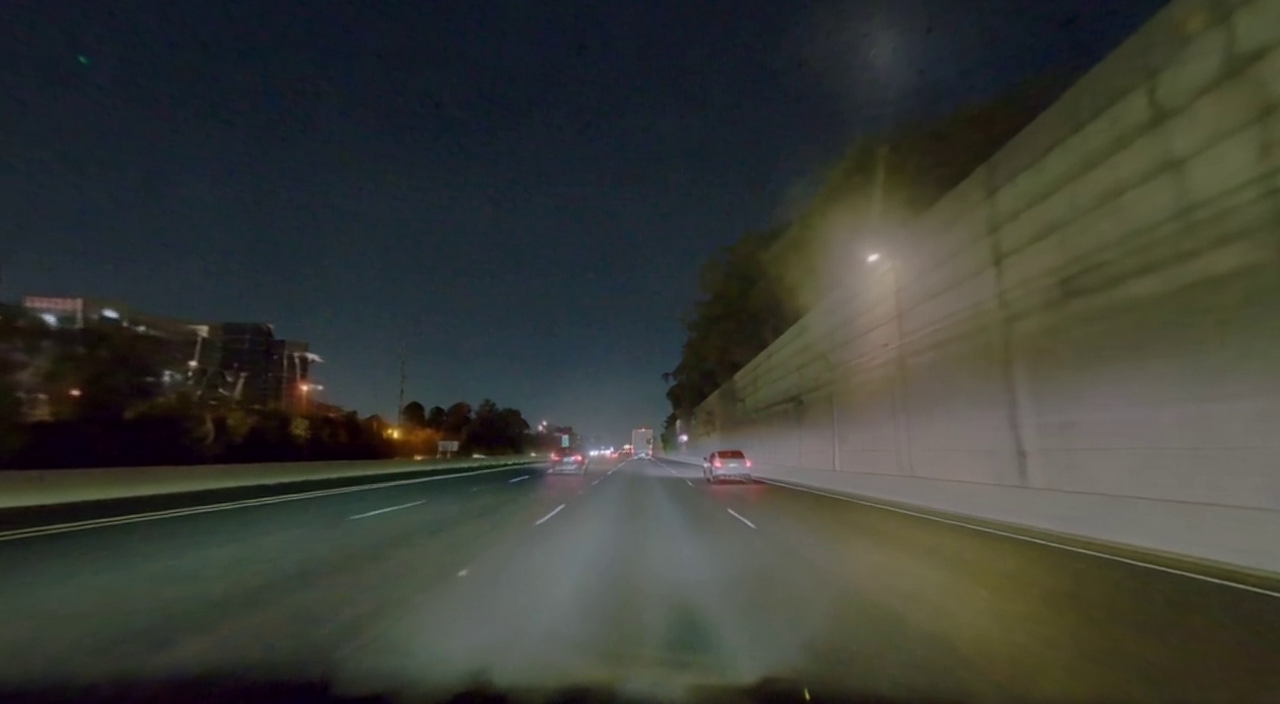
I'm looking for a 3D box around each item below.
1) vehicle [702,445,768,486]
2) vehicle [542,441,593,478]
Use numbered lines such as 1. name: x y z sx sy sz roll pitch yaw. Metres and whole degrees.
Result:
1. vehicle: 3.838 4.668 26.267 1.973 1.536 4.337 0 -9 -2
2. vehicle: -3.724 5.612 33.086 2.014 1.811 4.369 0 -9 2
